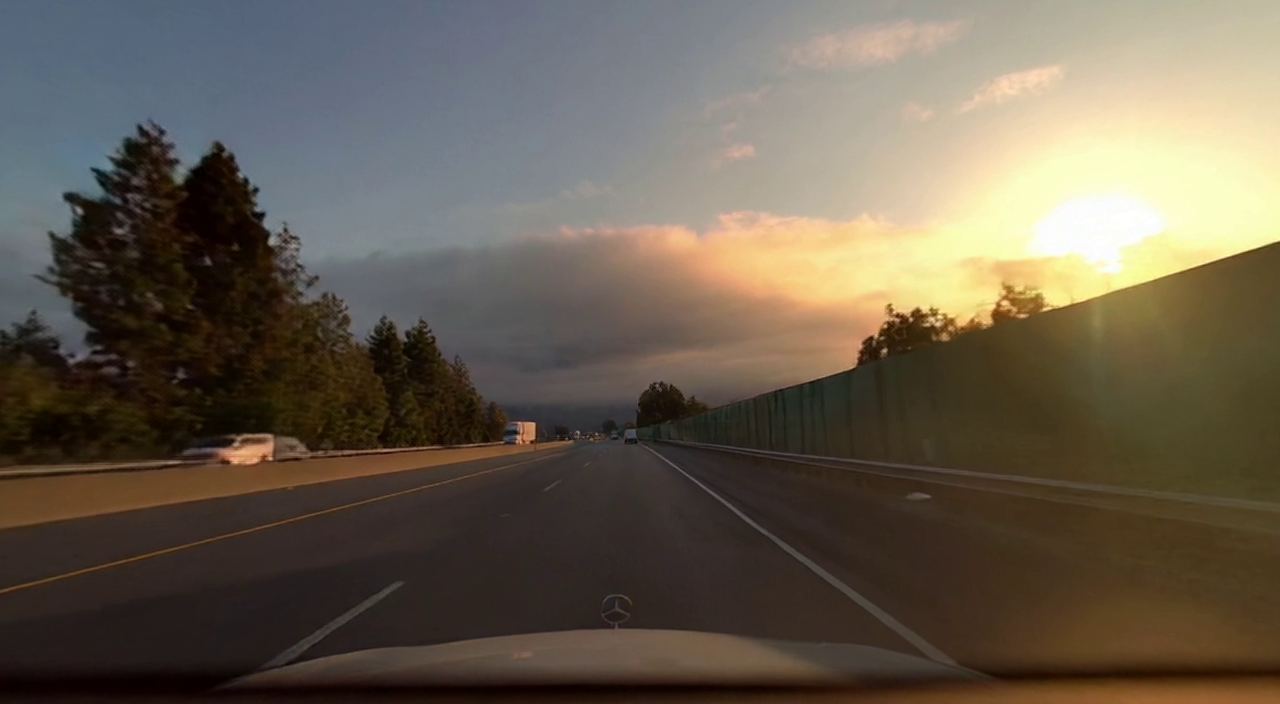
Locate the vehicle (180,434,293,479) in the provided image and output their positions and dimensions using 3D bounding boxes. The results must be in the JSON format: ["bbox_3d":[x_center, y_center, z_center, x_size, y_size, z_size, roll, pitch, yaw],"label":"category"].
[{"bbox_3d":[-16.779,4.330,26.505,1.973,1.703,4.250,0,-7,-1],"label":"vehicle"}]
